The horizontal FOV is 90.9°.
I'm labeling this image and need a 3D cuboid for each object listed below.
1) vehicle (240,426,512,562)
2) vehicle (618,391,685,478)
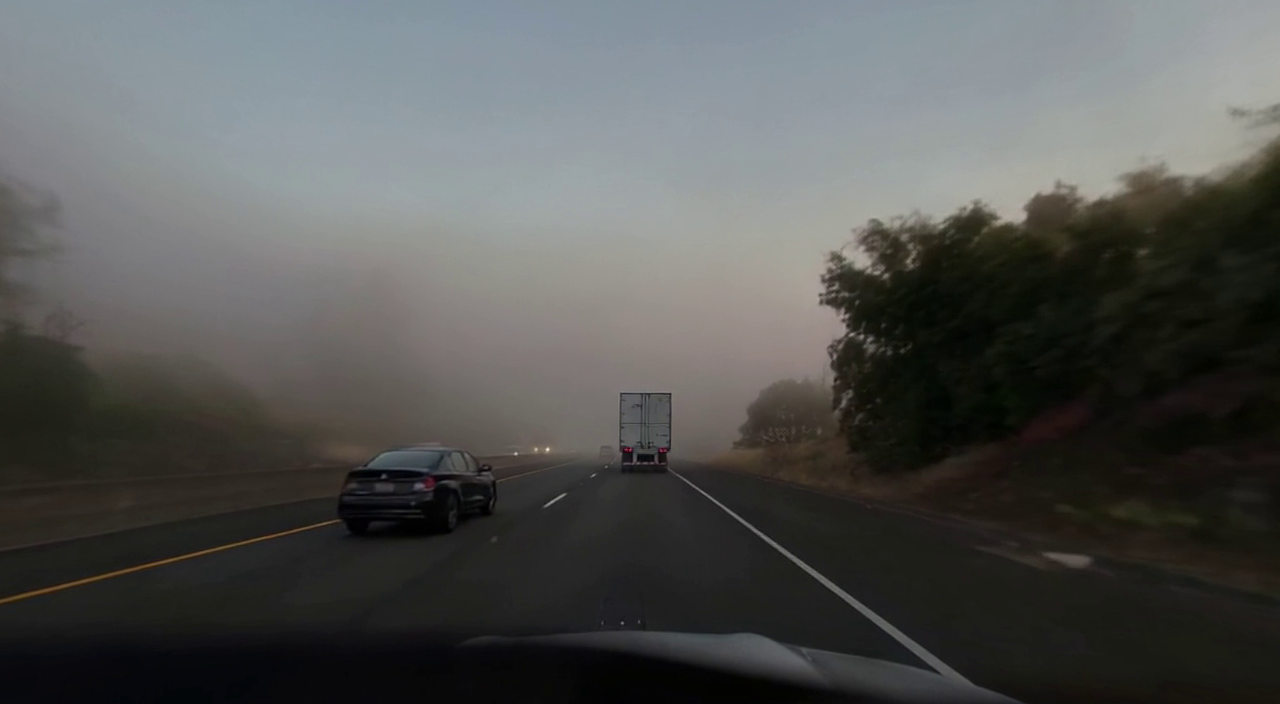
[{"bbox_3d":[-3.551,2.042,9.803,2.074,1.546,4.946,0,-9,0],"label":"vehicle"},{"bbox_3d":[0.431,4.413,32.880,2.959,3.828,9.617,0,-9,-1],"label":"vehicle"}]
